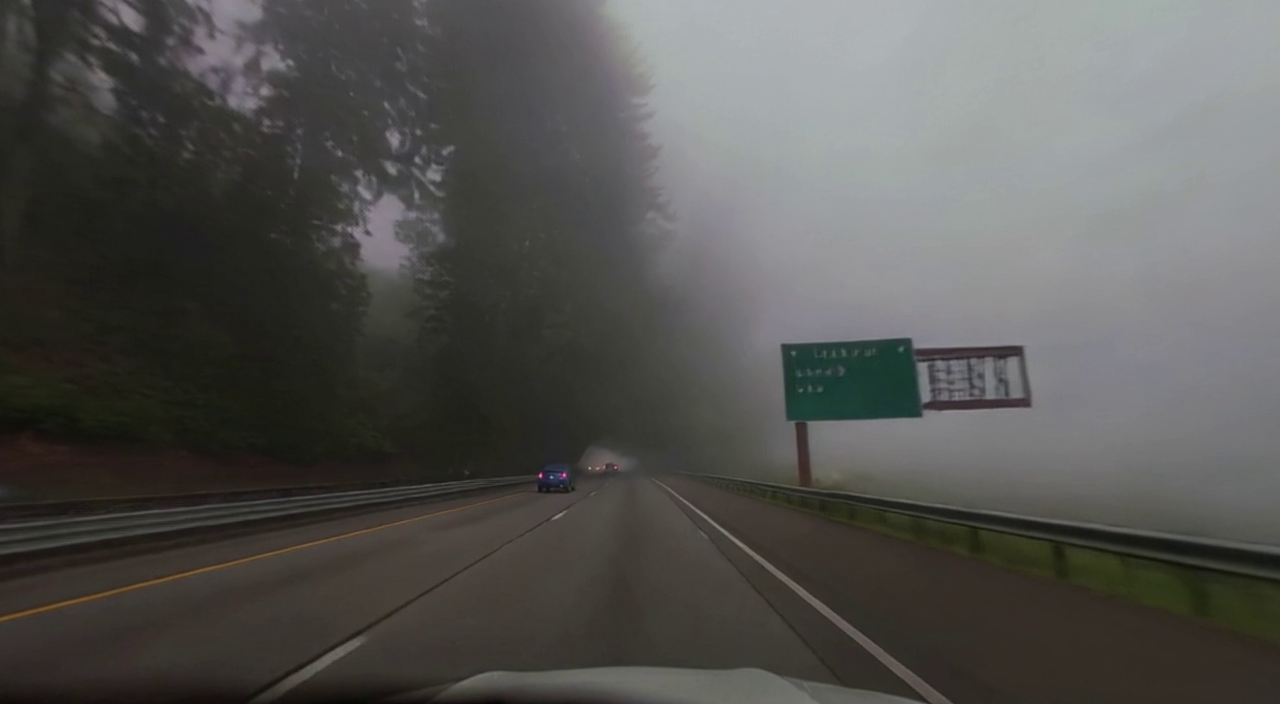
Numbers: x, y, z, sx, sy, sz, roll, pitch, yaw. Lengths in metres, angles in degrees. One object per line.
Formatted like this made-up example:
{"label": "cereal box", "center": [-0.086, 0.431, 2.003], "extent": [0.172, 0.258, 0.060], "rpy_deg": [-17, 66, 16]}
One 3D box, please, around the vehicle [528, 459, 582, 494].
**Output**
{"label": "vehicle", "center": [-4.013, 6.020, 30.519], "extent": [1.954, 1.509, 4.094], "rpy_deg": [1, -11, 1]}
